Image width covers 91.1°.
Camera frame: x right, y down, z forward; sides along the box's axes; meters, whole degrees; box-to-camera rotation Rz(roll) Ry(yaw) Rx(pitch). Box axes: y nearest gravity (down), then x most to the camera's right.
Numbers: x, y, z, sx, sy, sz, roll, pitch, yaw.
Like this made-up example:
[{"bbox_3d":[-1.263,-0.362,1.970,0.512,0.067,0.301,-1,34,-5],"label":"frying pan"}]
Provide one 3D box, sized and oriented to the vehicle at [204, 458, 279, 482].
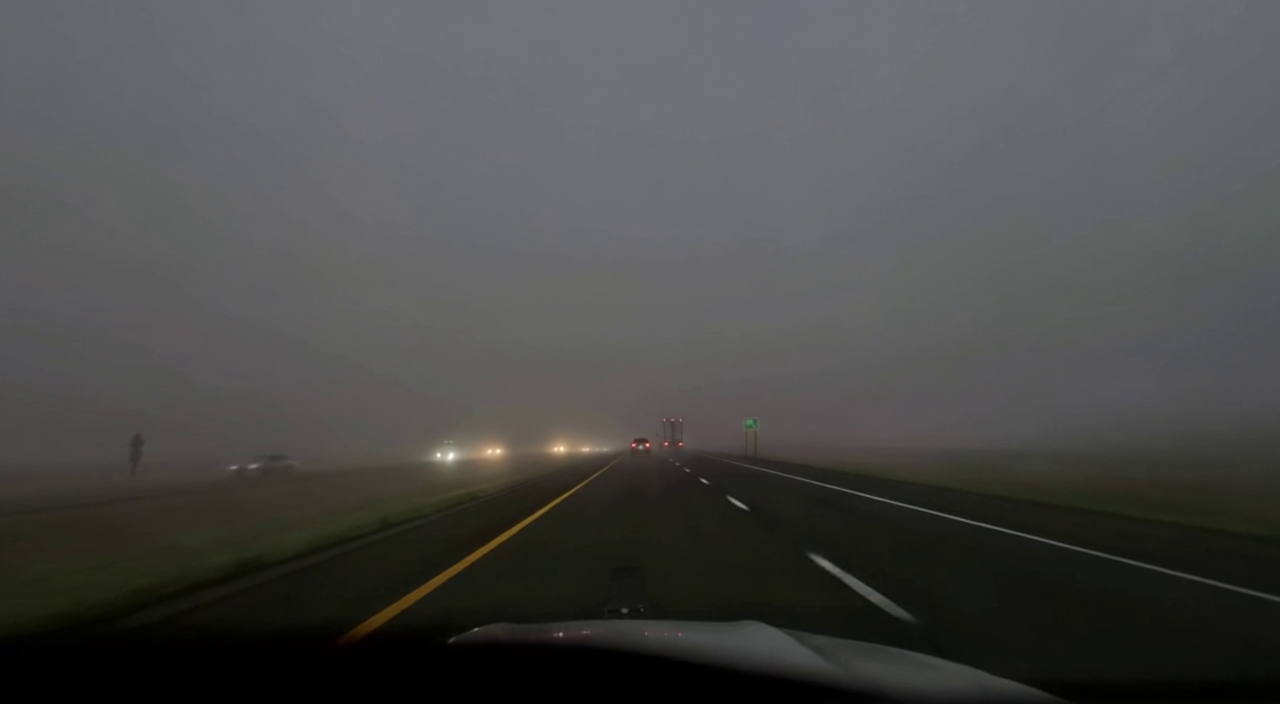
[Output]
[{"bbox_3d":[-29.940,8.849,47.393,2.373,1.630,4.957,0,-8,0],"label":"vehicle"}]
